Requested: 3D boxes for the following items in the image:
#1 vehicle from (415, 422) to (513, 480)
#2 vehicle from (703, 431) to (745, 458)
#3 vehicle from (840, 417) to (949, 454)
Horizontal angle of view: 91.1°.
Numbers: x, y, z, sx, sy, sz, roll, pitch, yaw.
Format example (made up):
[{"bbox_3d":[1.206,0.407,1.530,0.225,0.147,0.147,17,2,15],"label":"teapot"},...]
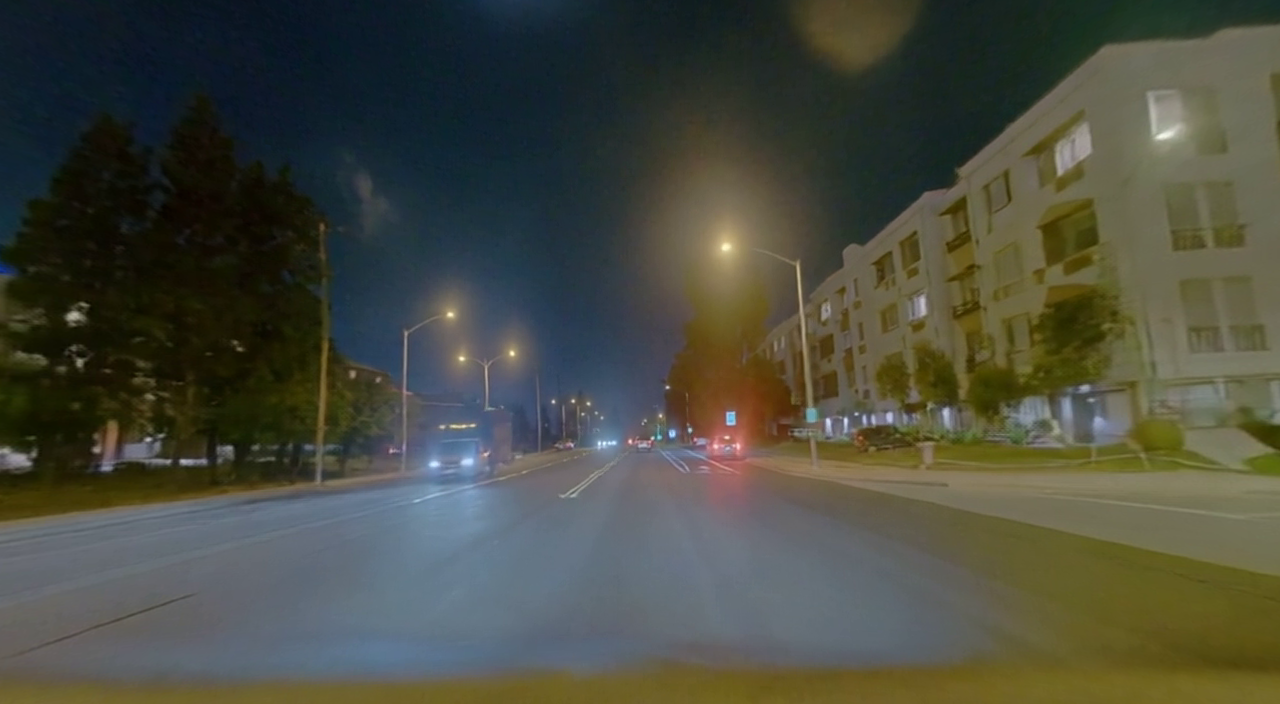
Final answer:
[{"bbox_3d":[-7.485,4.323,27.634,2.413,2.267,6.252,0,-8,1],"label":"vehicle"},{"bbox_3d":[5.573,6.239,42.261,2.140,1.739,4.721,0,-8,0],"label":"vehicle"},{"bbox_3d":[13.462,4.441,33.384,4.674,1.557,2.288,-3,-8,-5],"label":"vehicle"}]
